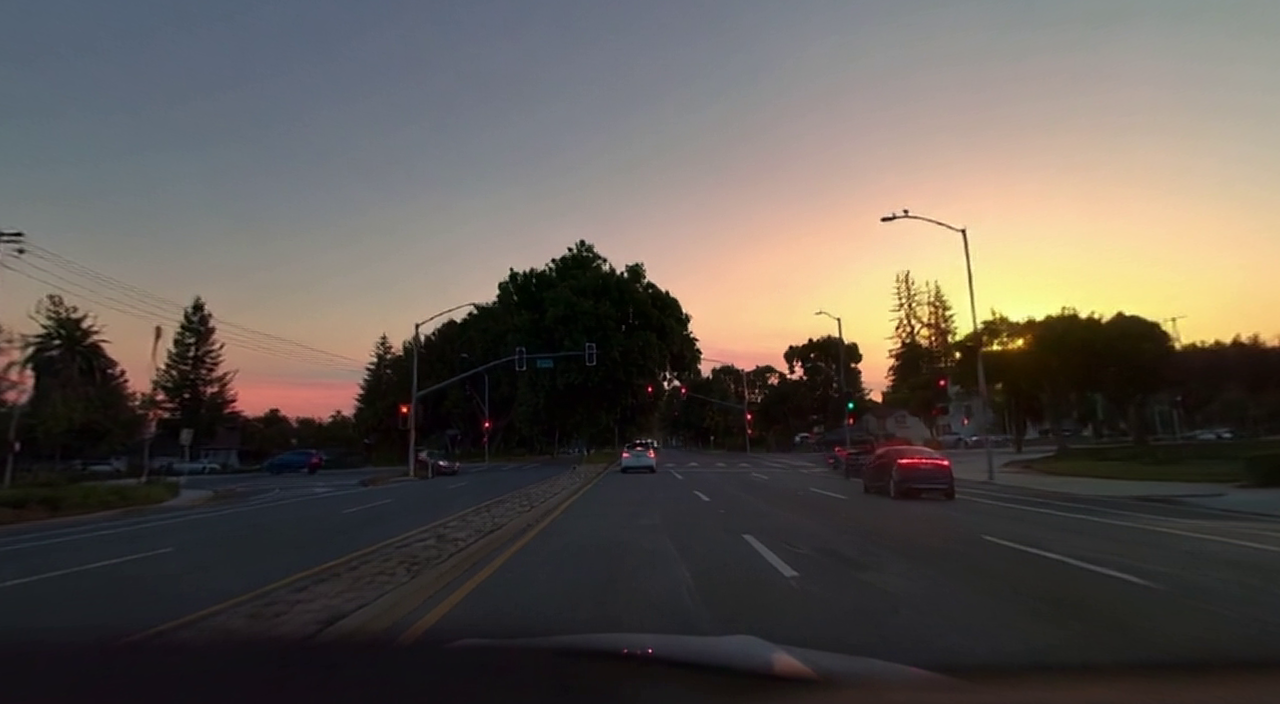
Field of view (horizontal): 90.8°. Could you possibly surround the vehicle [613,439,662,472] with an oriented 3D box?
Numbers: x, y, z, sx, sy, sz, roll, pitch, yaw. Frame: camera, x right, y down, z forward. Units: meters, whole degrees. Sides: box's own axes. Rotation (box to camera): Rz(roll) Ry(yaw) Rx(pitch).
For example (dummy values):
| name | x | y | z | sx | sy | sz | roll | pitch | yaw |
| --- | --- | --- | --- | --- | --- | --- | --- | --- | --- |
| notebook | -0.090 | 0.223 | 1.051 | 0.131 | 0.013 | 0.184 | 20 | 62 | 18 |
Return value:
| name | x | y | z | sx | sy | sz | roll | pitch | yaw |
| --- | --- | --- | --- | --- | --- | --- | --- | --- | --- |
| vehicle | -0.048 | 5.314 | 32.531 | 2.074 | 1.570 | 3.647 | 0 | -9 | 7 |
